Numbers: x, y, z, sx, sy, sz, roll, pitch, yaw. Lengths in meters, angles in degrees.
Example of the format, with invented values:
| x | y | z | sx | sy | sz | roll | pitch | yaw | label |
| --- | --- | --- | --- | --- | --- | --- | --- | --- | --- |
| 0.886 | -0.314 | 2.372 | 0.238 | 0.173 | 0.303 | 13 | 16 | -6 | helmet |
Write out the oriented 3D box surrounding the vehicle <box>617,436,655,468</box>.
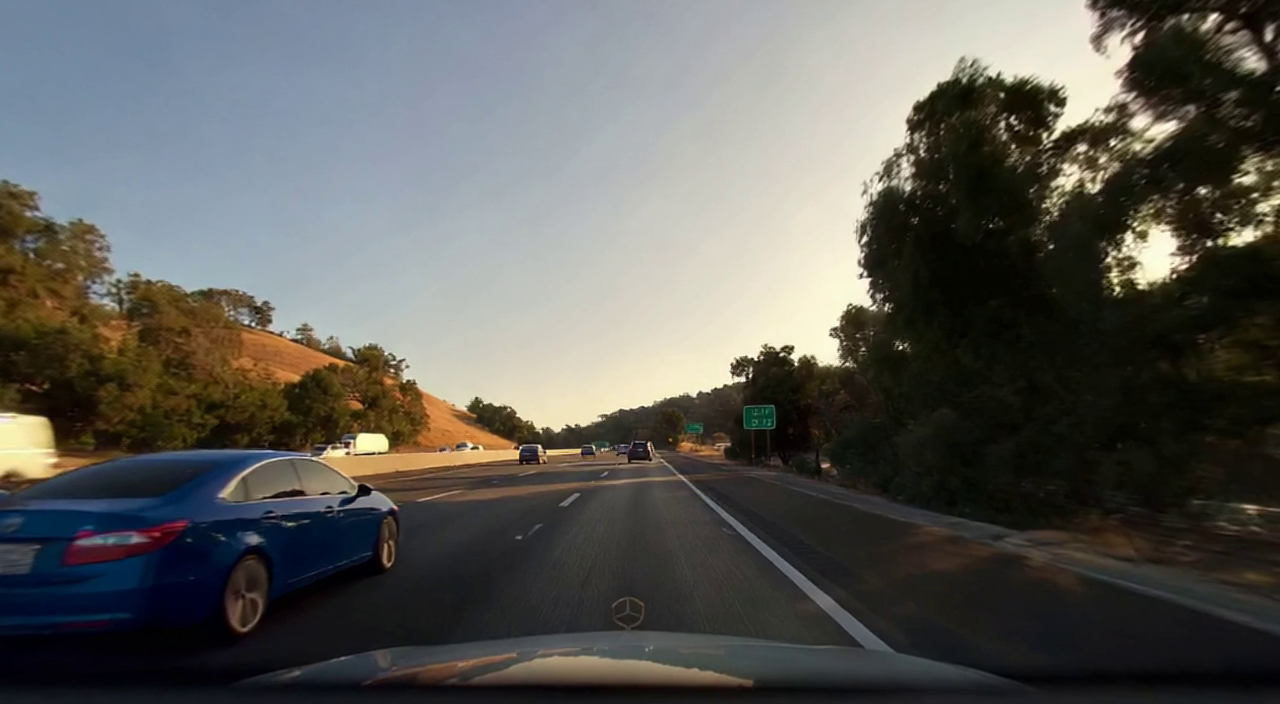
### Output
| x | y | z | sx | sy | sz | roll | pitch | yaw | label |
| --- | --- | --- | --- | --- | --- | --- | --- | --- | --- |
| -0.216 | 6.359 | 40.276 | 2.309 | 1.915 | 5.130 | 0 | -8 | 1 | vehicle |

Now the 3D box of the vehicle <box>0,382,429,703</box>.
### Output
| x | y | z | sx | sy | sz | roll | pitch | yaw | label |
| --- | --- | --- | --- | --- | --- | --- | --- | --- | --- |
| -3.494 | 1.235 | 4.522 | 2.139 | 1.589 | 5.102 | -1 | -8 | 1 | vehicle |
